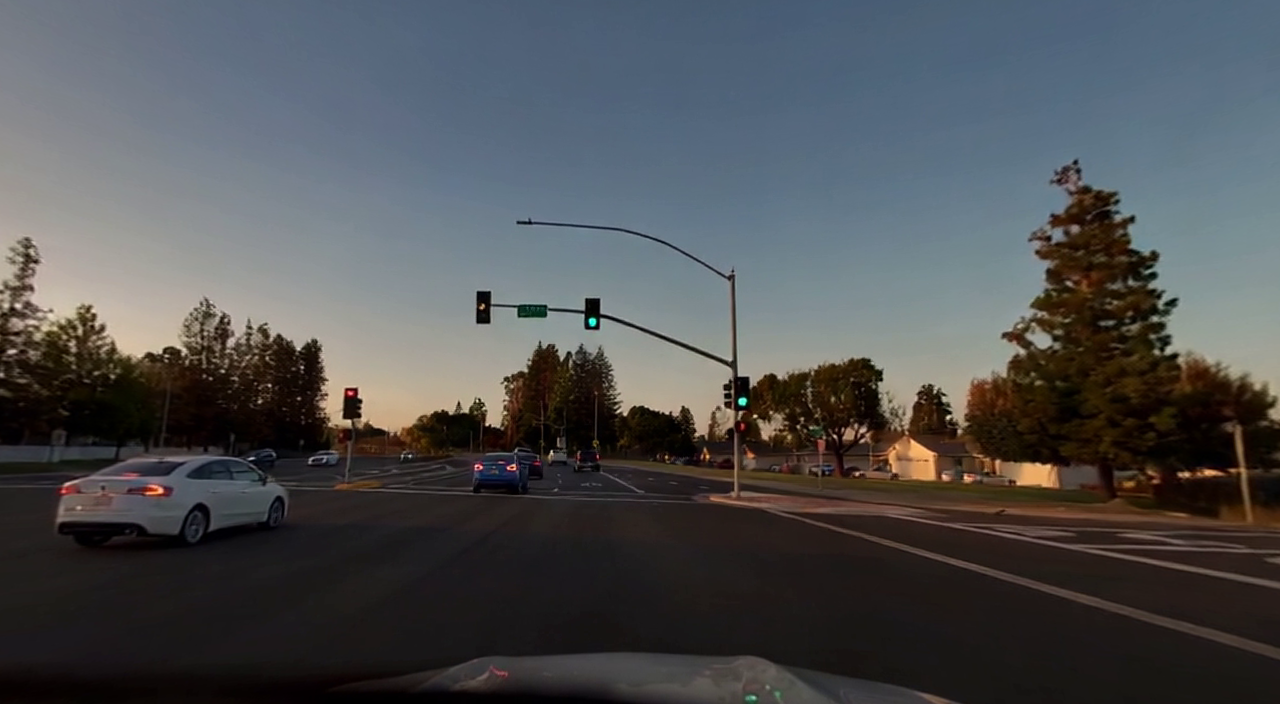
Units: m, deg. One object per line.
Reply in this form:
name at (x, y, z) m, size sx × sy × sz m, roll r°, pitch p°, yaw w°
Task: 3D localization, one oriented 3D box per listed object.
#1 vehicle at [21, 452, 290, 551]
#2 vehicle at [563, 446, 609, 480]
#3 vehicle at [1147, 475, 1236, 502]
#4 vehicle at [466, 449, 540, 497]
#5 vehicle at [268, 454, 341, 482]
vehicle at (-8.458, 2.584, 11.621) m, size 1.889 × 1.429 × 4.029 m, roll 0°, pitch -9°, yaw -3°
vehicle at (-3.462, 6.873, 39.563) m, size 2.526 × 1.982 × 5.294 m, roll 1°, pitch -9°, yaw -8°
vehicle at (36.493, 8.992, 41.968) m, size 1.738 × 1.496 × 4.213 m, roll 1°, pitch -9°, yaw -8°
vehicle at (-5.128, 4.566, 24.276) m, size 2.098 × 1.613 × 4.606 m, roll 0°, pitch -9°, yaw -4°
vehicle at (-19.151, 6.592, 36.275) m, size 2.052 × 1.450 × 4.634 m, roll 1°, pitch -9°, yaw -6°
